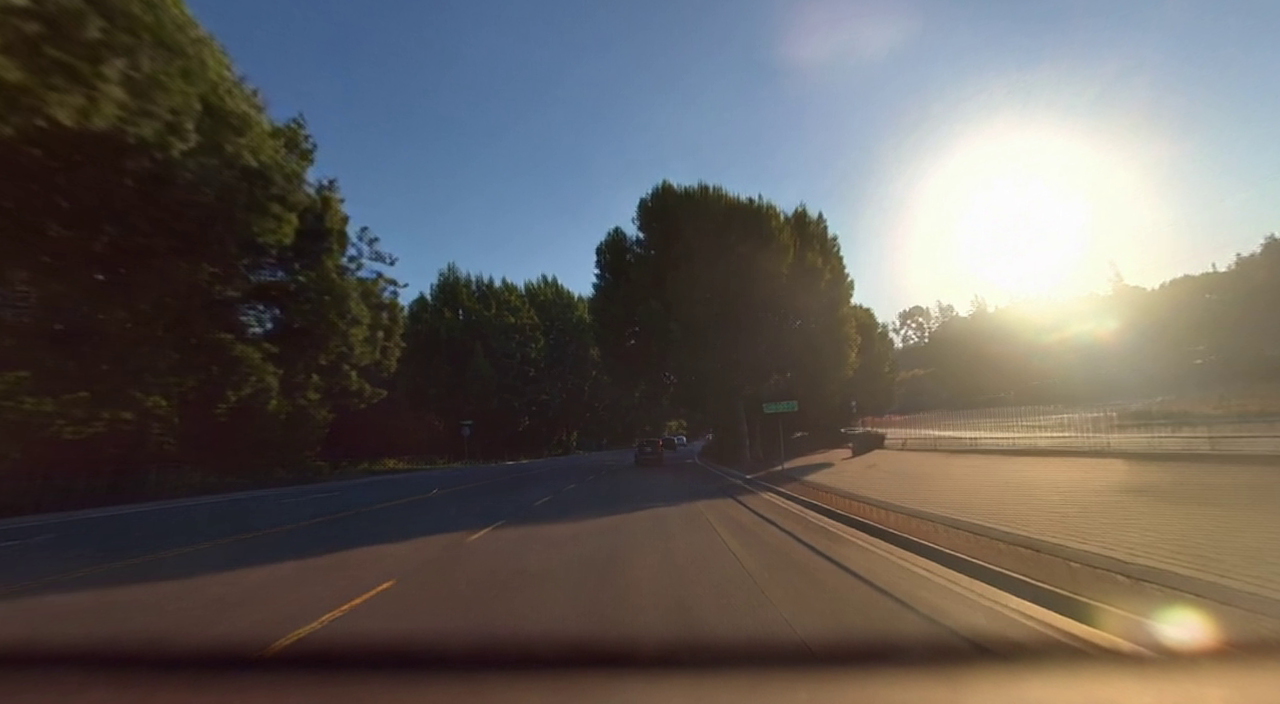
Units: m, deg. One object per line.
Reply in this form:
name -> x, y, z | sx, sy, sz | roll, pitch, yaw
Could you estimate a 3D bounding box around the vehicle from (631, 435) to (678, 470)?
vehicle -> 0.817, 5.263, 33.252 | 2.294, 1.708, 4.110 | 0, -9, 4
